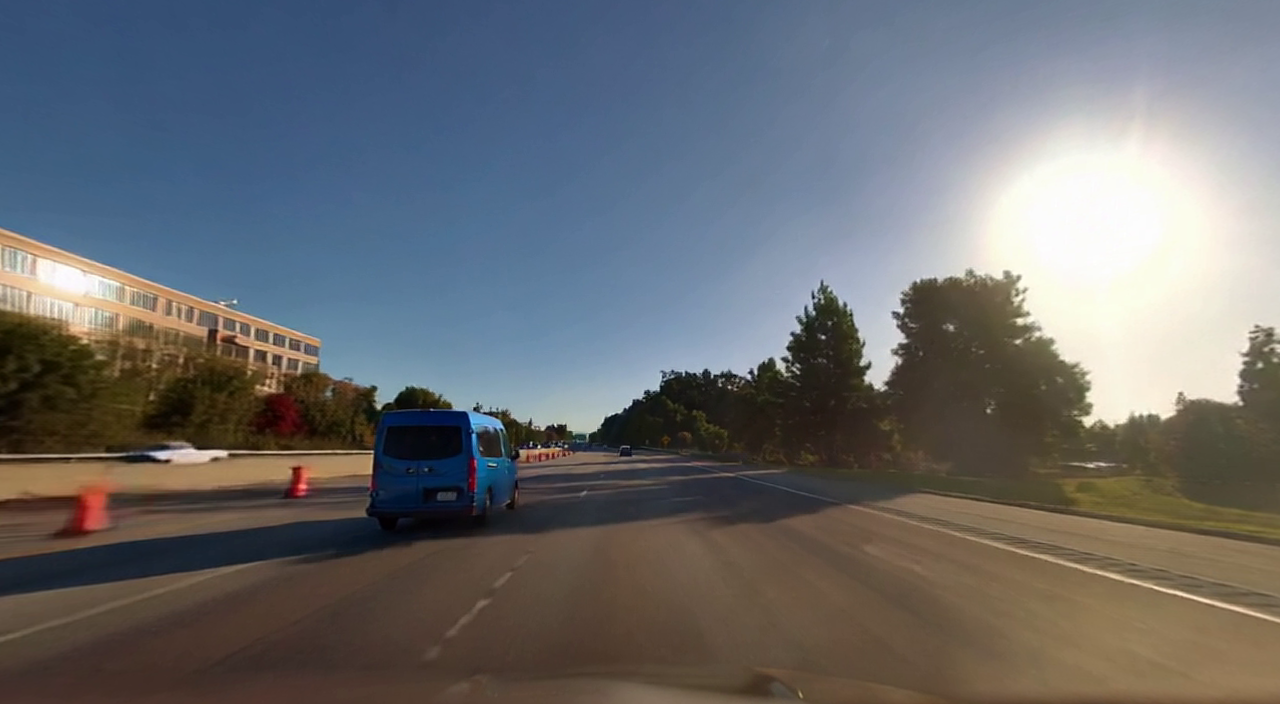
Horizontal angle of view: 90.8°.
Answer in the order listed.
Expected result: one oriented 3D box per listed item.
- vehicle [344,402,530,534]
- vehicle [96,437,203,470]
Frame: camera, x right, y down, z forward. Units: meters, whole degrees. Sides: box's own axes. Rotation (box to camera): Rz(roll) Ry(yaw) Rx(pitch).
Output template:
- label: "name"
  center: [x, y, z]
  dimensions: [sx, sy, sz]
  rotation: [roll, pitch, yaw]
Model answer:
- label: "vehicle"
  center: [-3.472, 2.105, 11.905]
  dimensions: [2.046, 1.982, 4.465]
  rotation: [0, -9, -1]
- label: "vehicle"
  center: [-24.140, 5.005, 31.303]
  dimensions: [1.764, 1.495, 4.428]
  rotation: [0, -9, -1]
